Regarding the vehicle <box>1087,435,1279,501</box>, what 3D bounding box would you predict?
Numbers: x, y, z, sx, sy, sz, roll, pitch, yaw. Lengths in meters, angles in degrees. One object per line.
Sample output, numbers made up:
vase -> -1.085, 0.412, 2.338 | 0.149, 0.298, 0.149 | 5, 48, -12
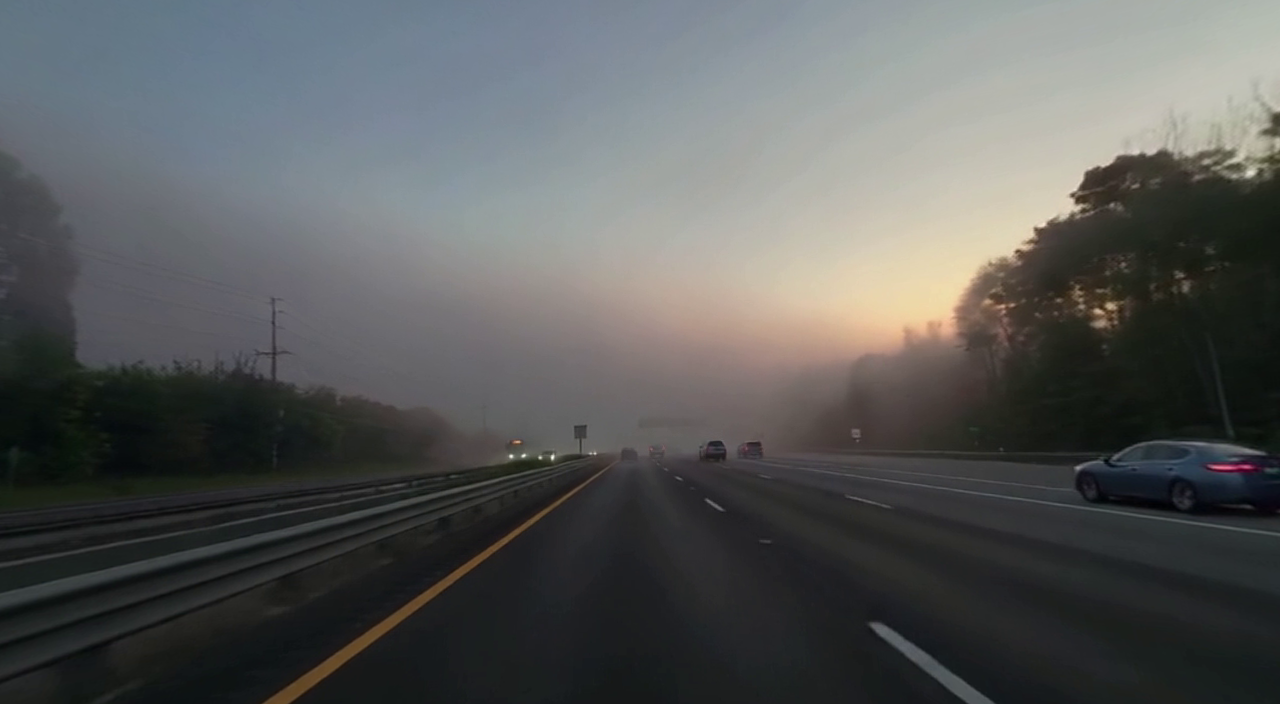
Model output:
vehicle -> 14.660, 3.008, 16.747 | 2.089, 1.484, 4.573 | 0, -9, -1
